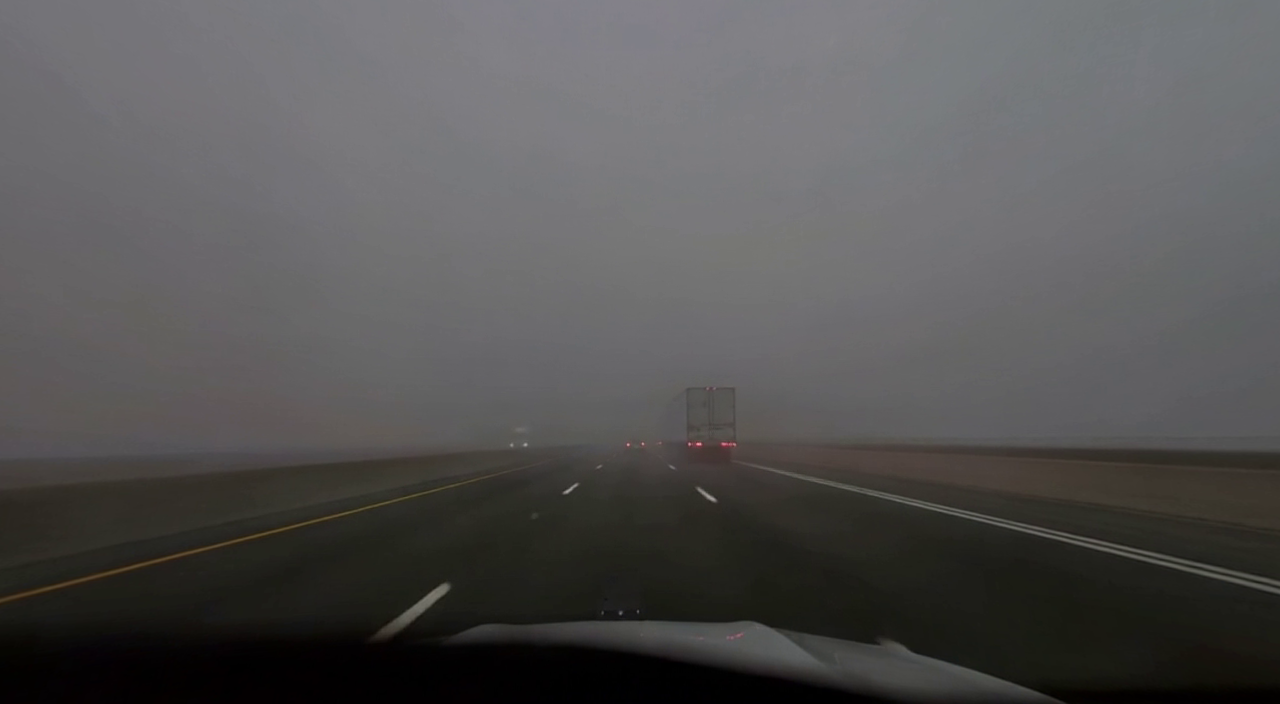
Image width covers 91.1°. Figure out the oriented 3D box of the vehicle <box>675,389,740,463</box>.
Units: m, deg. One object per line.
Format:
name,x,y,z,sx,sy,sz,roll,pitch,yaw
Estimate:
vehicle,3.843,4.562,37.897,2.840,3.947,8.920,0,-8,0
